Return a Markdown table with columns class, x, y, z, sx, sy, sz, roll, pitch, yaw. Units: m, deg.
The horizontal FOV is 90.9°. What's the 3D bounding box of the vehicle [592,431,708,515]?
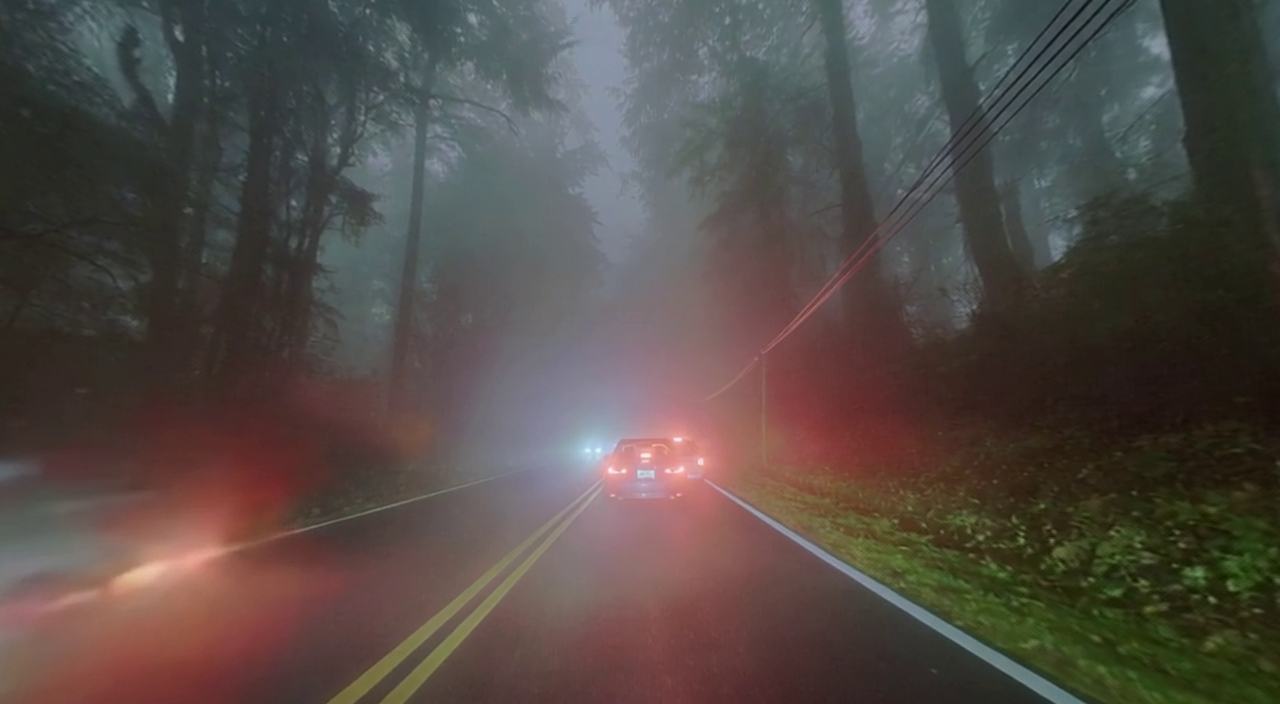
| class | x | y | z | sx | sy | sz | roll | pitch | yaw |
| --- | --- | --- | --- | --- | --- | --- | --- | --- | --- |
| vehicle | 0.163 | 2.459 | 13.289 | 2.081 | 1.503 | 3.726 | 0 | -8 | -1 |
